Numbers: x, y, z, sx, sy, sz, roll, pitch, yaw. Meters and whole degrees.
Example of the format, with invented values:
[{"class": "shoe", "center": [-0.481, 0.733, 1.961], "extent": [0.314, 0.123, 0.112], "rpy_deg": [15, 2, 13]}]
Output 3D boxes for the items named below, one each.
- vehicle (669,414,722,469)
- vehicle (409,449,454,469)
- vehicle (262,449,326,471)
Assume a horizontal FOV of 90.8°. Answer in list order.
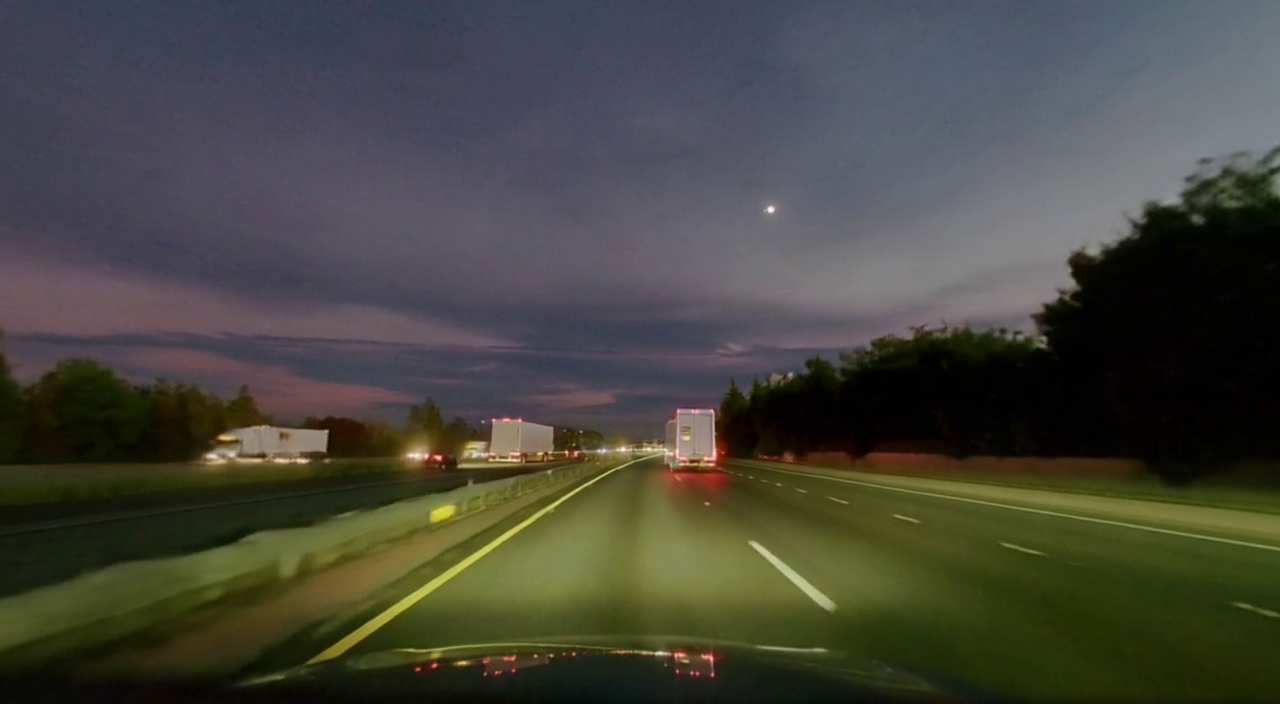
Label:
[{"class": "vehicle", "center": [3.973, 6.965, 48.682], "extent": [2.928, 3.595, 13.975], "rpy_deg": [0, -9, 0]}, {"class": "vehicle", "center": [-15.867, 8.151, 48.171], "extent": [1.833, 1.438, 4.011], "rpy_deg": [-1, -9, 3]}, {"class": "vehicle", "center": [-24.367, 7.600, 44.606], "extent": [1.917, 1.462, 4.392], "rpy_deg": [-1, -9, 3]}]
